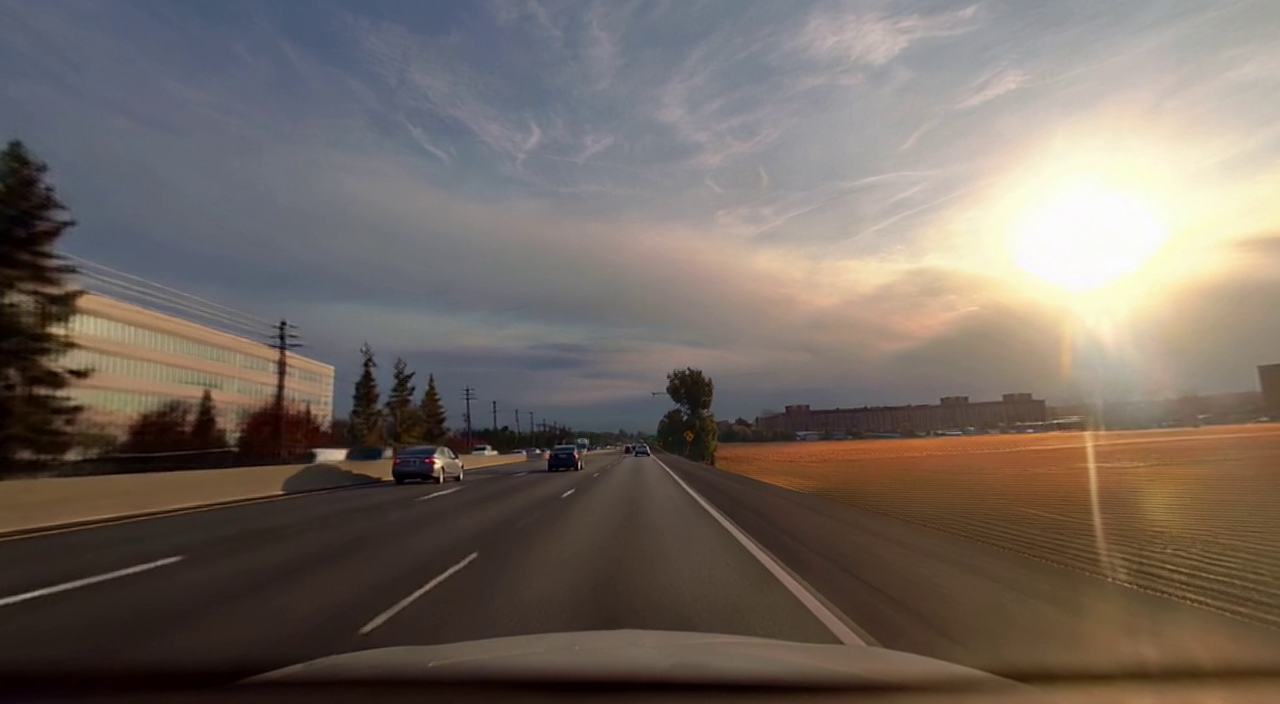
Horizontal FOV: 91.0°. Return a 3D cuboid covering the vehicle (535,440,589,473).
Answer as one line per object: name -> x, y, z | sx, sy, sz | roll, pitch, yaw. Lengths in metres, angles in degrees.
vehicle -> -3.954, 5.383, 32.671 | 2.083, 1.588, 4.801 | 0, -9, 1

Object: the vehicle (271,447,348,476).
vehicle -> -18.926, 6.263, 36.340 | 1.959, 1.514, 4.519 | 0, -9, 1

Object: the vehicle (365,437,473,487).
vehicle -> -7.534, 3.786, 22.011 | 2.034, 1.523, 4.627 | 0, -9, 1
